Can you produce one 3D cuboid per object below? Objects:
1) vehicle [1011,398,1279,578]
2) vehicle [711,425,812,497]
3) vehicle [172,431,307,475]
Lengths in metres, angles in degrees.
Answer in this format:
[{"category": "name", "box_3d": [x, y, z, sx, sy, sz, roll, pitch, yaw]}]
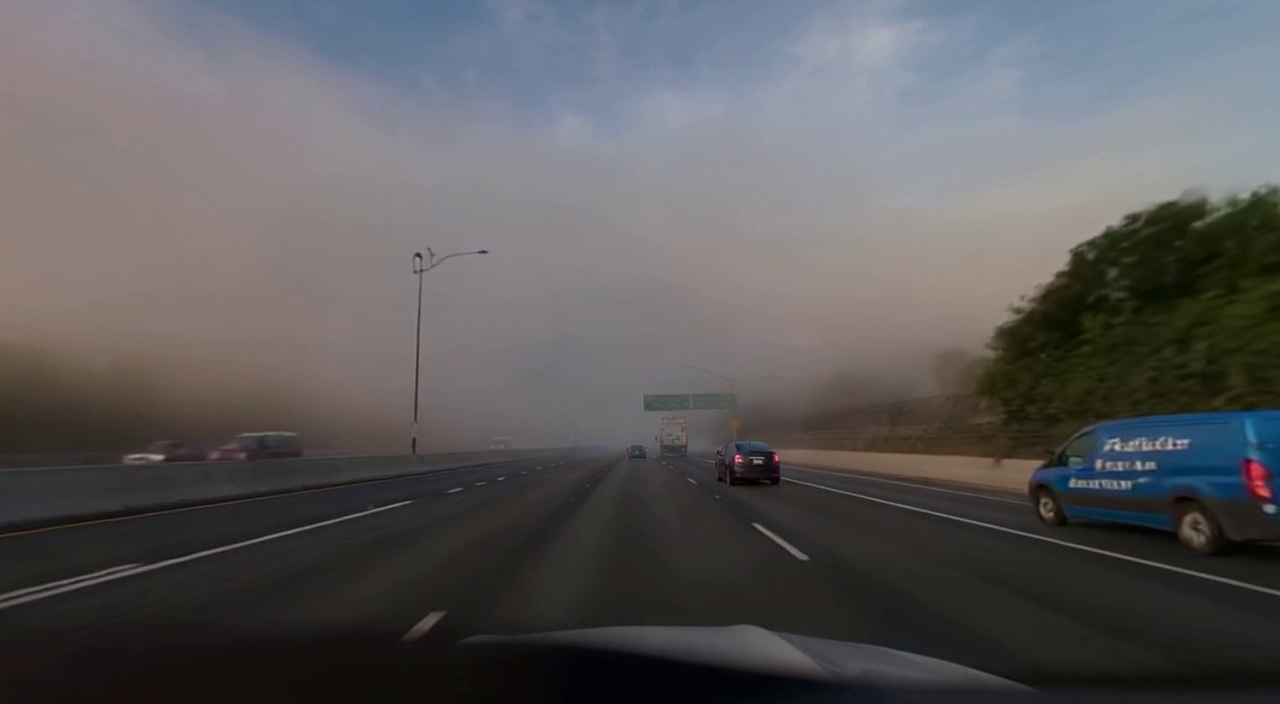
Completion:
[{"category": "vehicle", "box_3d": [7.561, 1.667, 8.315, 2.266, 1.799, 4.947, 0, -9, -1]}, {"category": "vehicle", "box_3d": [3.569, 3.324, 19.623, 2.035, 1.931, 4.841, 0, -9, -2]}, {"category": "vehicle", "box_3d": [-17.579, 4.502, 28.203, 2.408, 1.737, 5.580, 0, -9, -1]}]
